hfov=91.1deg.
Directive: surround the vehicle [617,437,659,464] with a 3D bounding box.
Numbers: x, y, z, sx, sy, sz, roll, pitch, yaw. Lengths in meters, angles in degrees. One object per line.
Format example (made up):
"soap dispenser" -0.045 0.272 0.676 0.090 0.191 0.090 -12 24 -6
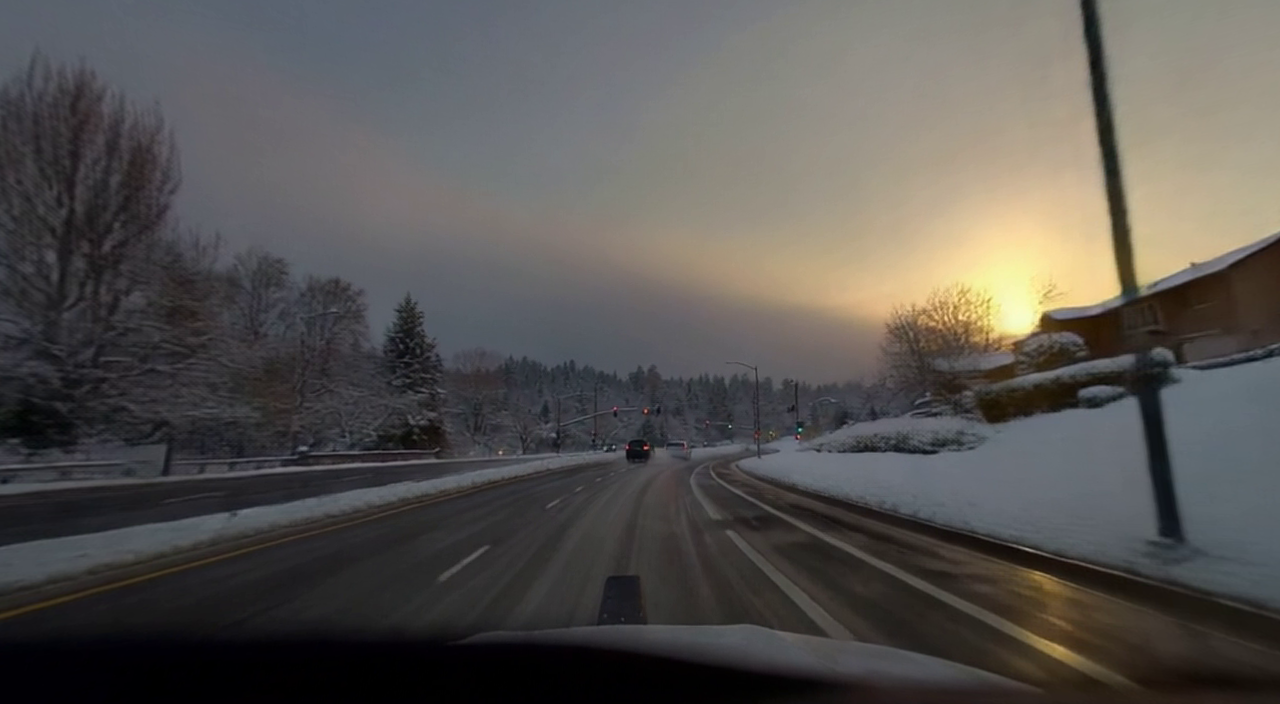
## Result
"vehicle" -0.083 6.852 43.743 2.152 1.822 4.391 -2 -9 11
